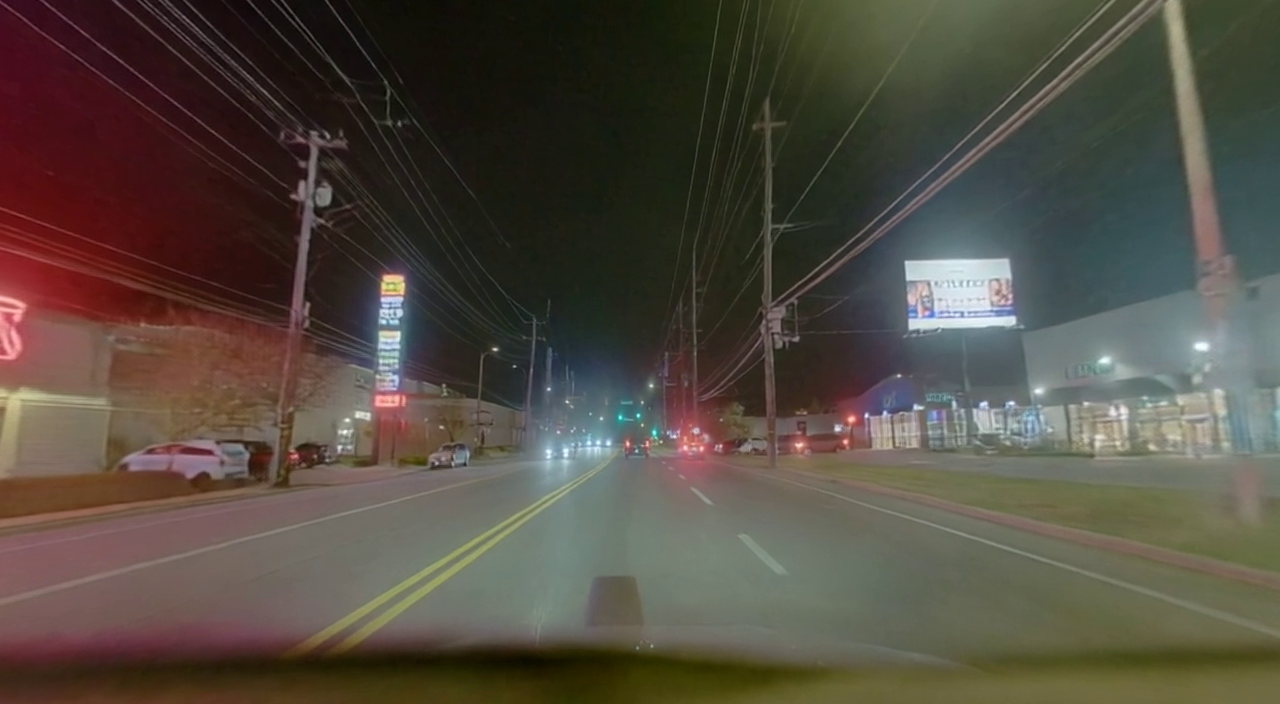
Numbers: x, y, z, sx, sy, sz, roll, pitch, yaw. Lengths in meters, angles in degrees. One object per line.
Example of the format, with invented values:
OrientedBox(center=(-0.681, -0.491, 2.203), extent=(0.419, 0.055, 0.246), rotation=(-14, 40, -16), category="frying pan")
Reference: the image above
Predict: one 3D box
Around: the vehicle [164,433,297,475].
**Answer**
OrientedBox(center=(-18.360, 4.575, 28.516), extent=(4.455, 1.772, 2.048), rotation=(0, -8, -3), category="vehicle")

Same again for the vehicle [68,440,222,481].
OrientedBox(center=(-18.985, 4.169, 24.366), extent=(4.323, 1.482, 1.972), rotation=(-1, -9, 3), category="vehicle")

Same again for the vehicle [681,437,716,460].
OrientedBox(center=(3.994, 6.660, 43.708), extent=(1.926, 1.482, 4.442), rotation=(0, -8, -1), category="vehicle")

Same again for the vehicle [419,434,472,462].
OrientedBox(center=(-13.777, 6.807, 44.959), extent=(2.044, 1.830, 4.800), rotation=(-1, -8, 3), category="vehicle")
